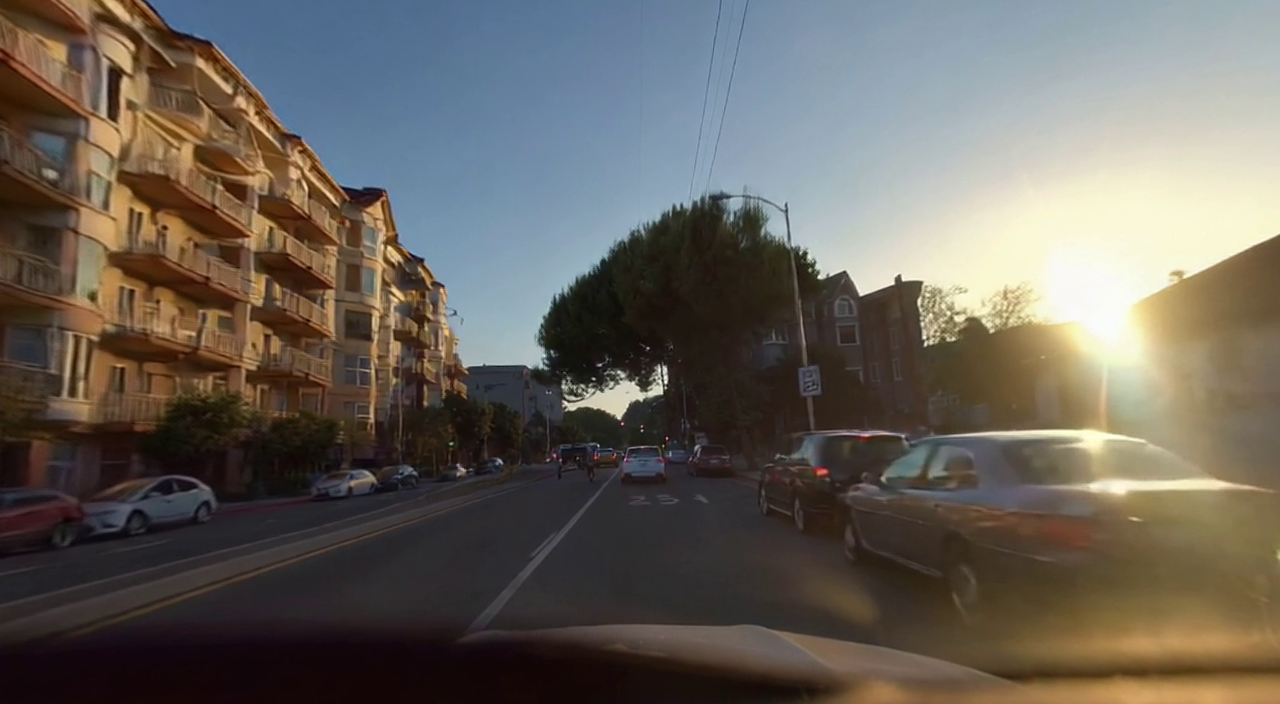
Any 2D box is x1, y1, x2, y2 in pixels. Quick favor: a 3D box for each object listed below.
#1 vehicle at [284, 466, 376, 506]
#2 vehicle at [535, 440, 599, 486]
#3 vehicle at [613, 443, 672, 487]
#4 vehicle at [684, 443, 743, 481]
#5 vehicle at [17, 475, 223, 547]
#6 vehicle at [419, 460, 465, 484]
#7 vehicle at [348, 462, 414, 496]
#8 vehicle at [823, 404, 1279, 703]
[{"bbox_3d":[-13.715,5.926,28.278,1.907,1.480,4.498,0,-9,-1],"label":"vehicle"},{"bbox_3d":[-2.915,4.559,26.238,2.065,1.705,4.353,0,-9,1],"label":"vehicle"},{"bbox_3d":[0.102,4.226,23.844,2.026,1.496,3.701,0,-9,0],"label":"vehicle"},{"bbox_3d":[3.179,4.883,28.414,2.077,1.532,4.694,0,-9,0],"label":"vehicle"},{"bbox_3d":[-13.689,4.177,17.054,1.837,1.470,4.263,0,-9,1],"label":"vehicle"},{"bbox_3d":[-13.735,8.327,44.021,1.844,1.499,4.421,0,-9,-1],"label":"vehicle"},{"bbox_3d":[-13.672,6.694,33.600,1.839,1.594,4.055,0,-9,-1],"label":"vehicle"},{"bbox_3d":[3.108,1.384,5.423,1.828,1.565,4.392,0,-9,1],"label":"vehicle"}]
